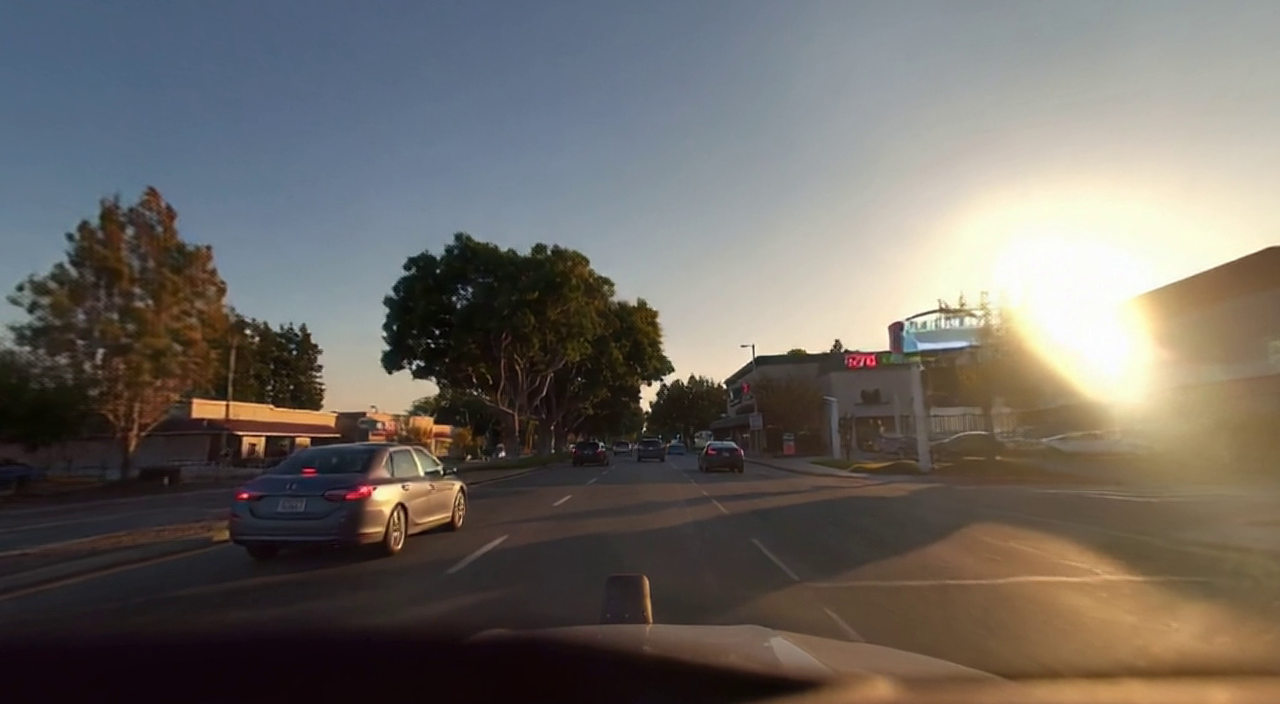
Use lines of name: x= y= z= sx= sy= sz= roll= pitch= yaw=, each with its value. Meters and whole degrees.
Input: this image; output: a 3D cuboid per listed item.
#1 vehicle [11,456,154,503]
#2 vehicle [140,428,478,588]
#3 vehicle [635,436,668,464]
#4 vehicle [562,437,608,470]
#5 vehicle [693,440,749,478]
vehicle: x=-22.653 y=5.149 z=25.876 sx=1.877 sy=1.467 sz=4.406 roll=-4 pitch=-7 yaw=1
vehicle: x=-3.675 y=1.793 z=8.141 sx=1.908 sy=1.481 sz=4.351 roll=0 pitch=-9 yaw=1
vehicle: x=0.780 y=6.728 z=43.341 sx=2.193 sy=1.873 sz=4.033 roll=0 pitch=-9 yaw=1
vehicle: x=-2.969 y=5.608 z=34.894 sx=2.026 sy=1.665 sz=4.193 roll=0 pitch=-9 yaw=2
vehicle: x=3.540 y=4.729 z=28.110 sx=1.922 sy=1.579 sz=3.642 roll=0 pitch=-9 yaw=-2
